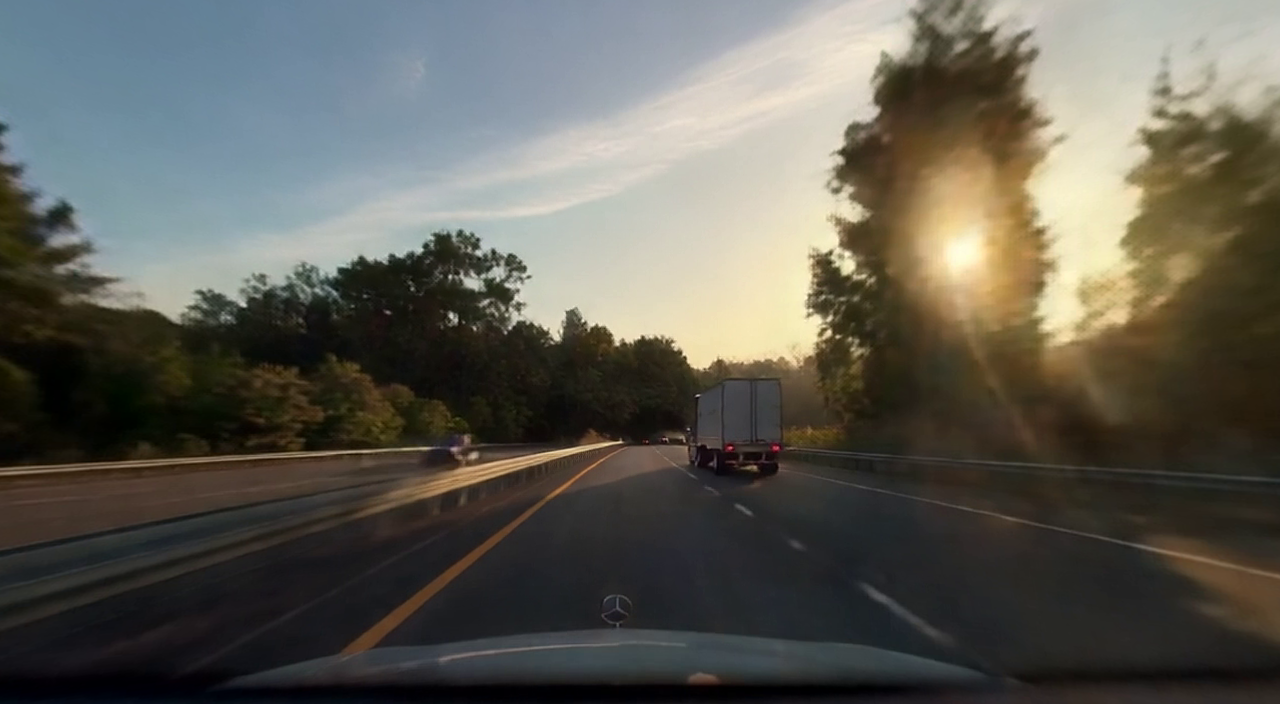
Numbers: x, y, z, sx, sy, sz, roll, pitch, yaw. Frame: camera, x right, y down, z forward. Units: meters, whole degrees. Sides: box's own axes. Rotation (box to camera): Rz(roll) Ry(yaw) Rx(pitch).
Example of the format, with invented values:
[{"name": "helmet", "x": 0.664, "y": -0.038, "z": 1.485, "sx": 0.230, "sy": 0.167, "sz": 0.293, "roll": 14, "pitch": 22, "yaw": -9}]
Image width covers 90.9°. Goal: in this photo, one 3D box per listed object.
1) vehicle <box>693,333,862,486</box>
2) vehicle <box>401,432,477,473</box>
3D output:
[{"name": "vehicle", "x": 4.172, "y": 2.396, "z": 23.528, "sx": 2.951, "sy": 4.007, "sz": 13.976, "roll": 0, "pitch": -7, "yaw": -1}, {"name": "vehicle", "x": -8.943, "y": 4.482, "z": 28.455, "sx": 1.997, "sy": 1.668, "sz": 4.492, "roll": 0, "pitch": -8, "yaw": 0}]
